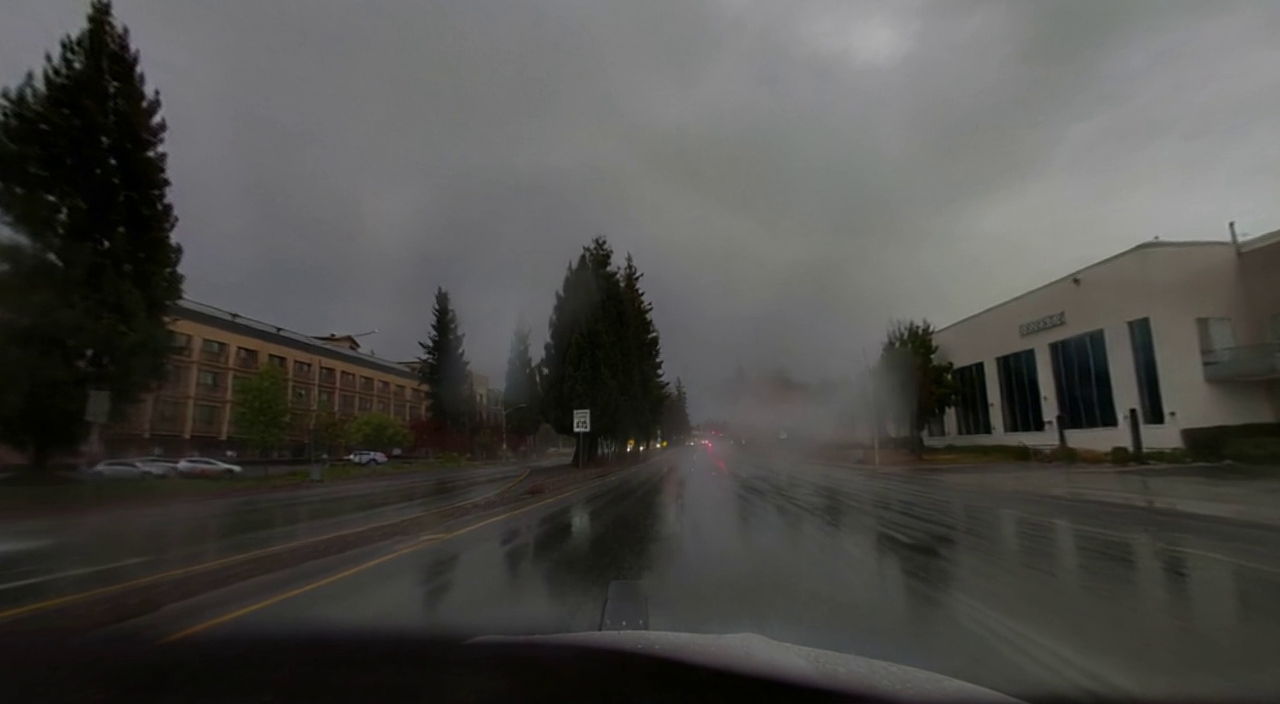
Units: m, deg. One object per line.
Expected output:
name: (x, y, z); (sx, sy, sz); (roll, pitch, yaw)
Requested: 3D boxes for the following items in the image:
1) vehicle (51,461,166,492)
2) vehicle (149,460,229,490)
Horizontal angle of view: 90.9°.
vehicle: (-27.098, 6.343, 32.214); (4.380, 1.461, 1.754); (-1, -8, 4)
vehicle: (-26.641, 7.260, 37.276); (3.587, 1.424, 1.633); (-4, -8, 4)
